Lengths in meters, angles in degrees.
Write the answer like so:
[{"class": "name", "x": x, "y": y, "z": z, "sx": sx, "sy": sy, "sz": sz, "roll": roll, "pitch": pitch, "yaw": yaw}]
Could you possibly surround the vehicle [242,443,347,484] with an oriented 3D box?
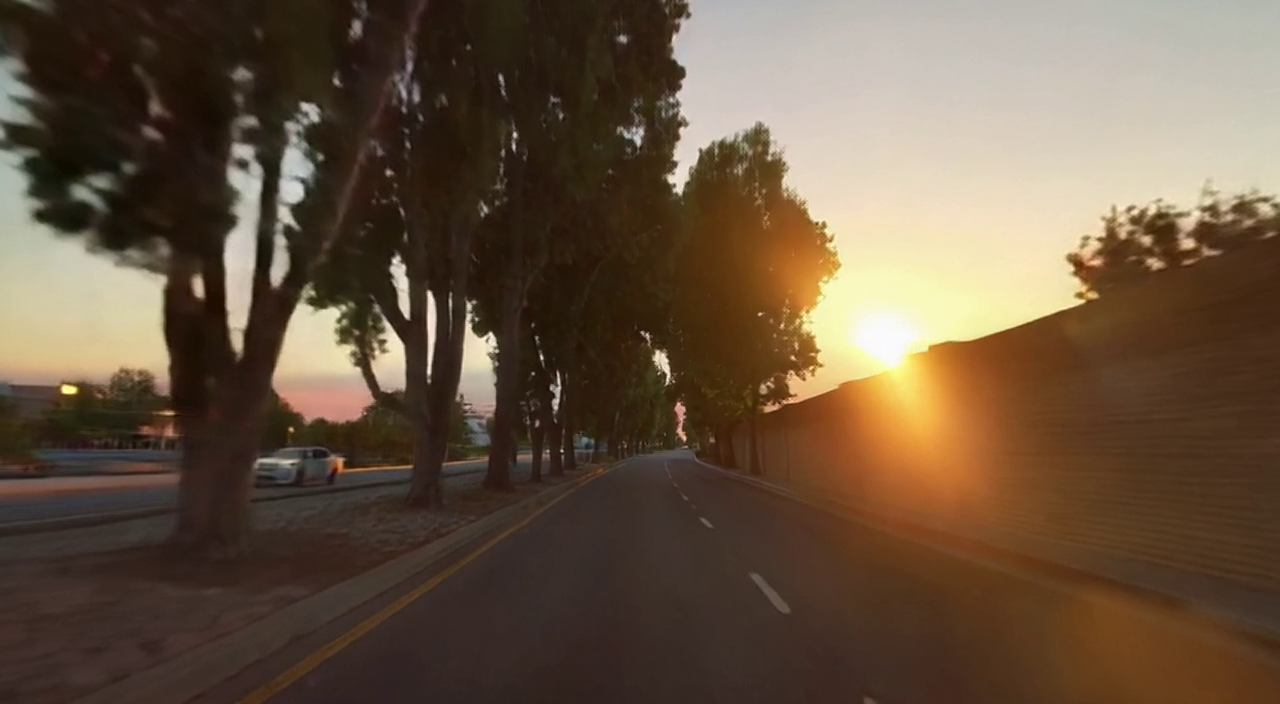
[{"class": "vehicle", "x": -14.775, "y": 4.767, "z": 27.259, "sx": 1.995, "sy": 1.630, "sz": 4.533, "roll": 0, "pitch": -8, "yaw": -1}]
